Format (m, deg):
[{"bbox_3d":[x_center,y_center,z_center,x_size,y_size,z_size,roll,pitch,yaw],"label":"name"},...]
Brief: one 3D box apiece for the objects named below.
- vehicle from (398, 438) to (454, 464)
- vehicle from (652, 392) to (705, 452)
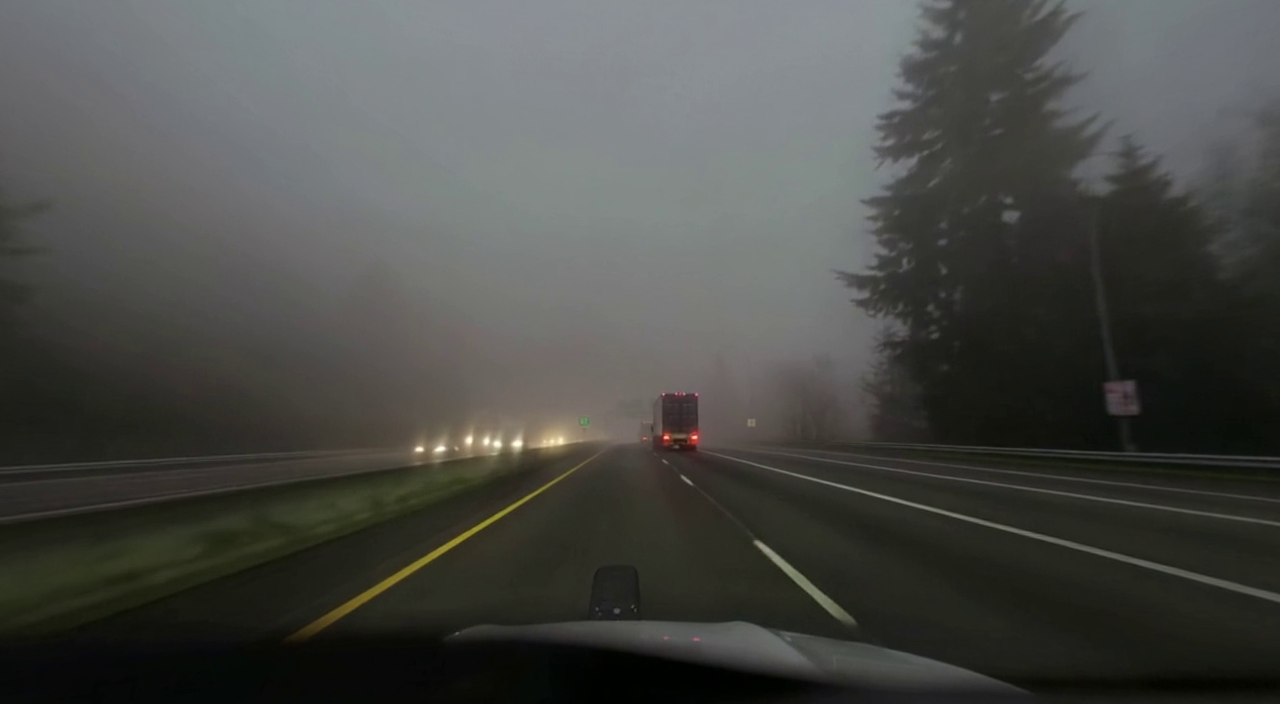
[{"bbox_3d":[-12.688,5.861,37.674,1.853,1.464,4.057,0,-8,1],"label":"vehicle"},{"bbox_3d":[2.660,5.555,48.650,2.954,3.995,13.335,0,-8,-1],"label":"vehicle"}]
